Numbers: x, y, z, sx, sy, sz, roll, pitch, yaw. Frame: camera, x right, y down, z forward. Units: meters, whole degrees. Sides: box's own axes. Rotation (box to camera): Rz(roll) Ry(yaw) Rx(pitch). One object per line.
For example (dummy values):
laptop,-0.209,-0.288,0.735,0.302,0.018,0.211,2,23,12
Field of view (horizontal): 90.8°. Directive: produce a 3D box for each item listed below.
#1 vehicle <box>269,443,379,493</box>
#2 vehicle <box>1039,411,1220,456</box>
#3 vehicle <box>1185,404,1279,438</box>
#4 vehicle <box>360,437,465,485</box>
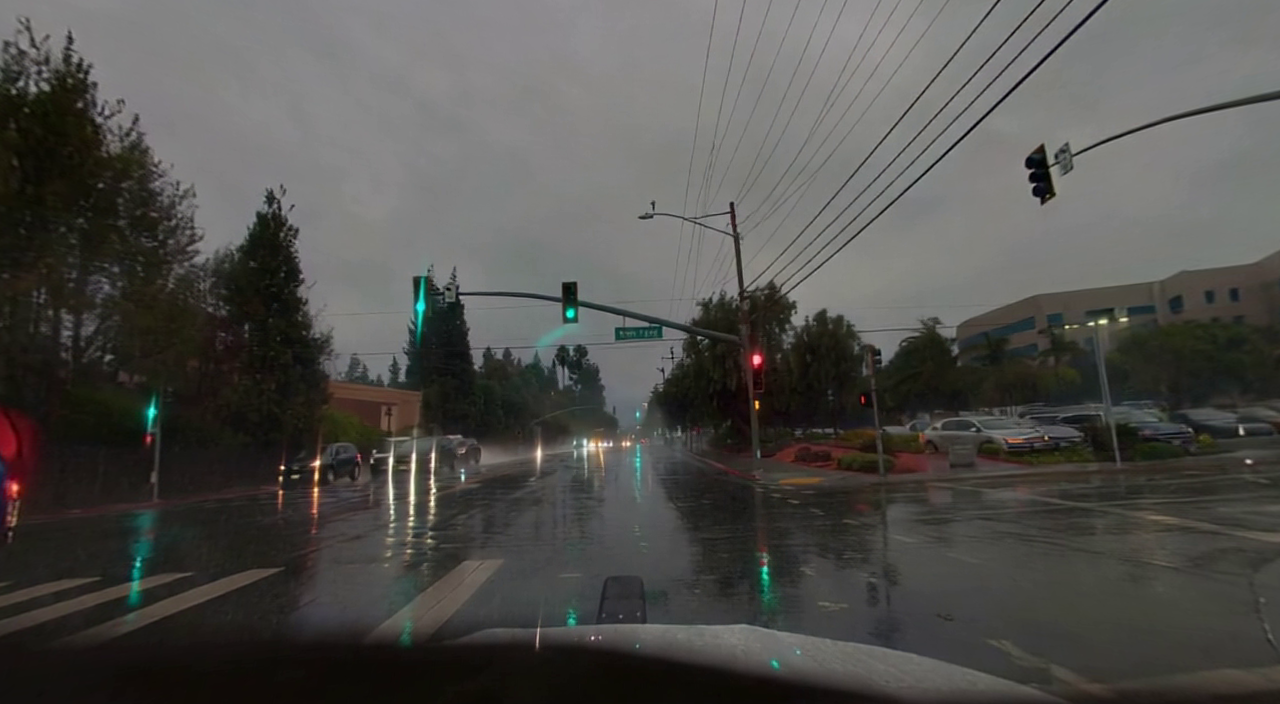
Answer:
vehicle,-13.804,5.070,28.050,2.306,1.957,4.968,0,-9,-1
vehicle,16.917,2.905,22.131,4.560,1.453,1.851,-3,-9,18
vehicle,34.849,4.006,36.646,4.326,1.511,1.725,-8,-9,16
vehicle,-10.183,4.921,28.953,2.664,1.940,5.702,0,-9,0
